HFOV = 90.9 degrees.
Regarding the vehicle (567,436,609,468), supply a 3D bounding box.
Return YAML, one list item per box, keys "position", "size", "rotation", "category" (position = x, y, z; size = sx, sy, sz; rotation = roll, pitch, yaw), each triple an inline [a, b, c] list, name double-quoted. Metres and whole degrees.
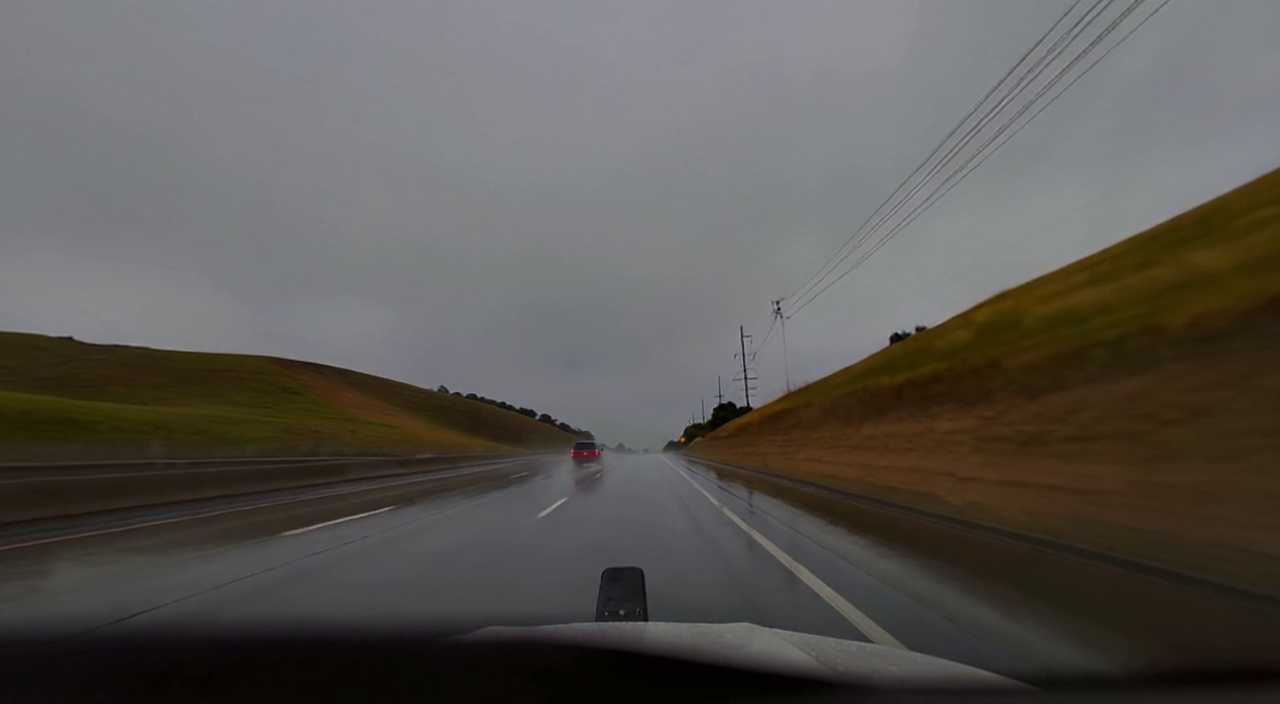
- position: [-3.136, 6.174, 39.007]
  size: [2.136, 1.845, 4.515]
  rotation: [0, -8, 1]
  category: "vehicle"
